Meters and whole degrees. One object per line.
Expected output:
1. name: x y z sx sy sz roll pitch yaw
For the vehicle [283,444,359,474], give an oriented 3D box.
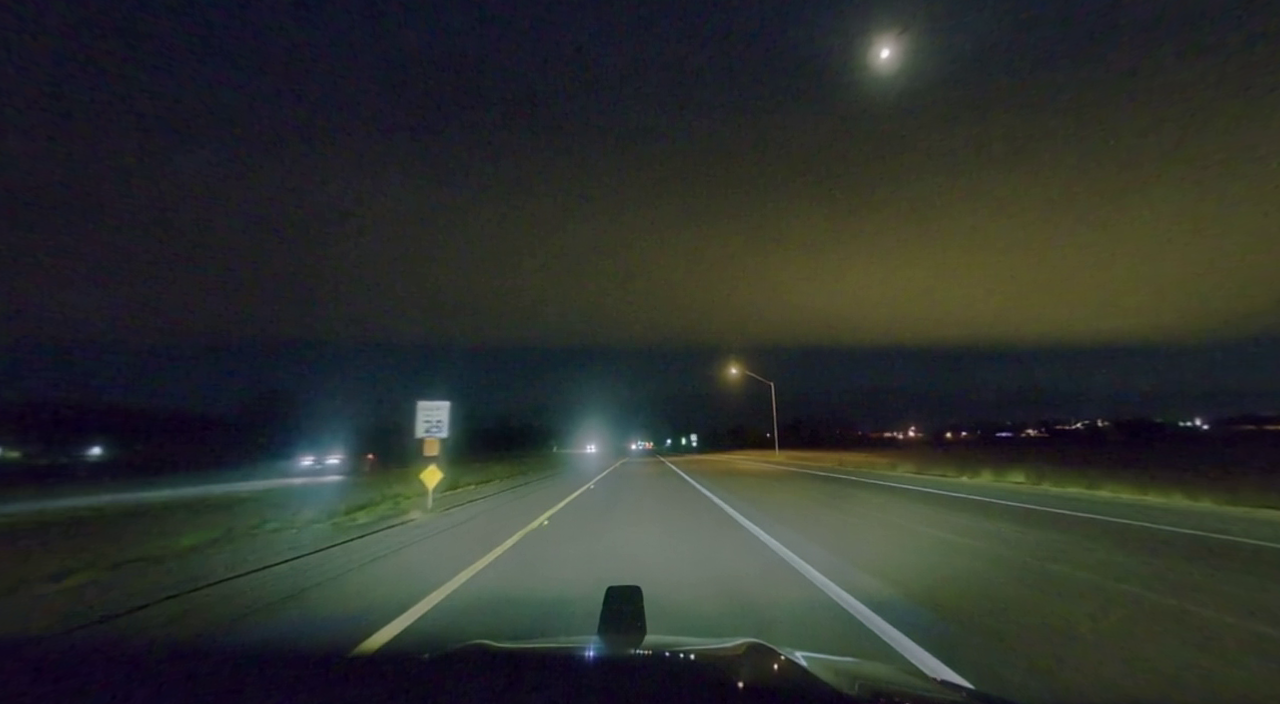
1. vehicle: -17.734 5.960 35.354 1.912 1.591 4.331 0 -9 1
